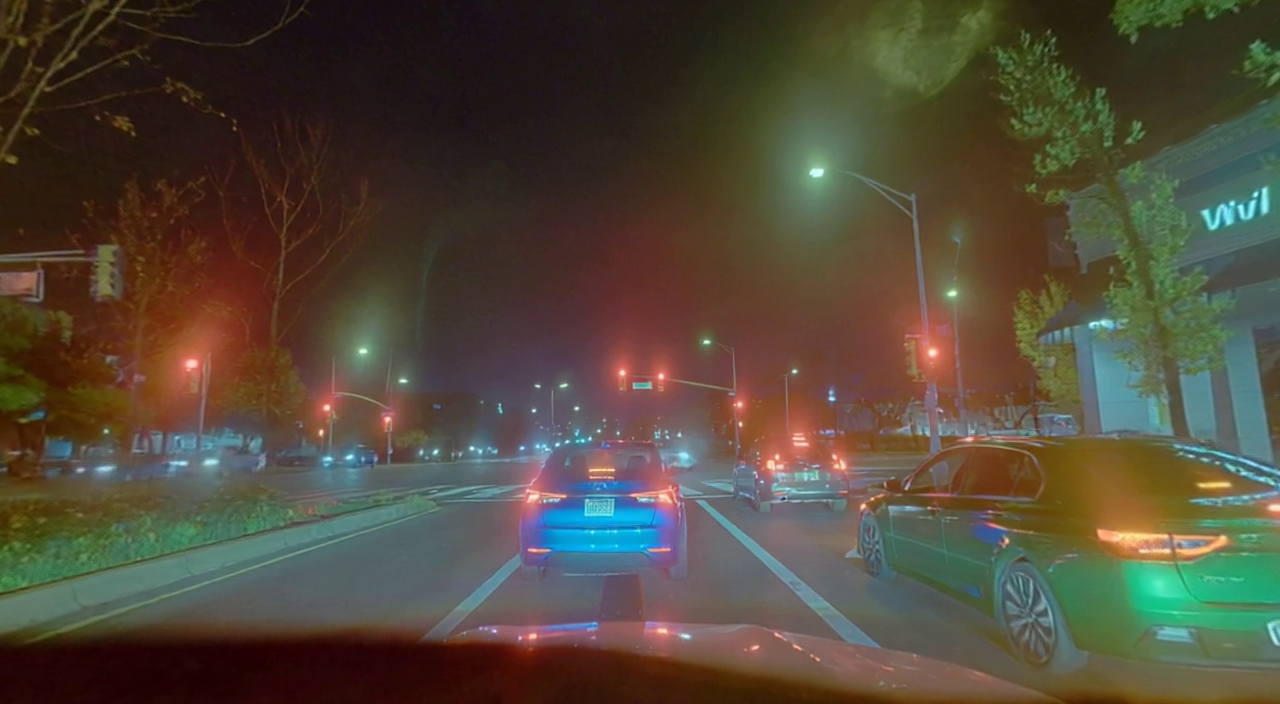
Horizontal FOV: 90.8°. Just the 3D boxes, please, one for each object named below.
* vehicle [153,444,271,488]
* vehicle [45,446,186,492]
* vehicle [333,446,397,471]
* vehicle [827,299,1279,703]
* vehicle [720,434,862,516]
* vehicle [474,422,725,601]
[{"bbox_3d":[-17.990,4.774,26.844,1.976,1.667,4.274,0,-8,1],"label":"vehicle"},{"bbox_3d":[-21.705,4.819,26.444,1.935,1.701,4.590,0,-8,0],"label":"vehicle"},{"bbox_3d":[-18.032,6.968,41.665,2.130,1.550,4.618,0,-8,0],"label":"vehicle"},{"bbox_3d":[3.582,1.106,5.067,2.572,1.945,5.065,0,-8,0],"label":"vehicle"},{"bbox_3d":[3.160,2.677,14.322,2.026,1.549,4.559,0,-8,-1],"label":"vehicle"},{"bbox_3d":[-0.367,1.654,7.405,2.143,1.520,3.848,0,-8,-1],"label":"vehicle"}]
